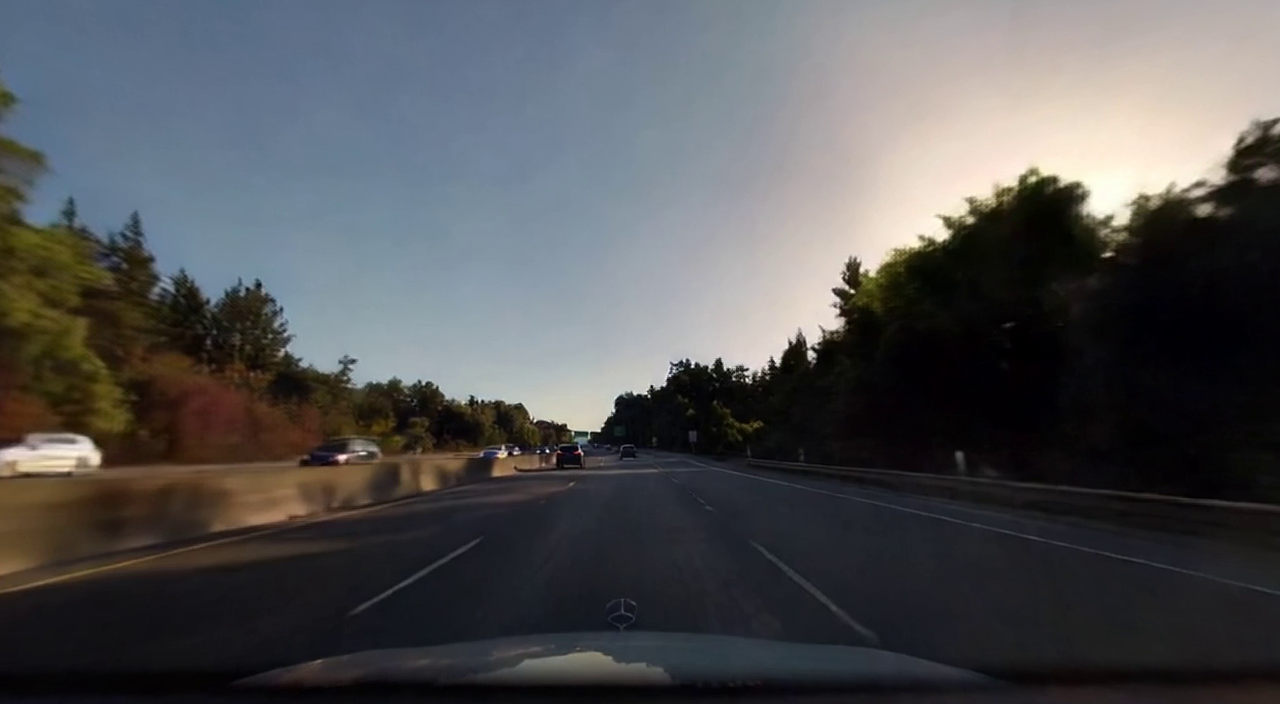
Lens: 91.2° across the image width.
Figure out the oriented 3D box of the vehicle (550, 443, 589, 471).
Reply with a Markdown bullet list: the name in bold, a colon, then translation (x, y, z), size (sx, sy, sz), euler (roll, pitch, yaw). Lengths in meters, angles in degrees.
- **vehicle**: translation (-4.499, 6.810, 40.723), size (2.098, 1.692, 4.038), euler (0, -9, -1)

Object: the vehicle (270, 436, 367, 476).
- **vehicle**: translation (-12.981, 4.220, 25.602), size (1.842, 1.495, 3.909), euler (0, -9, 0)
